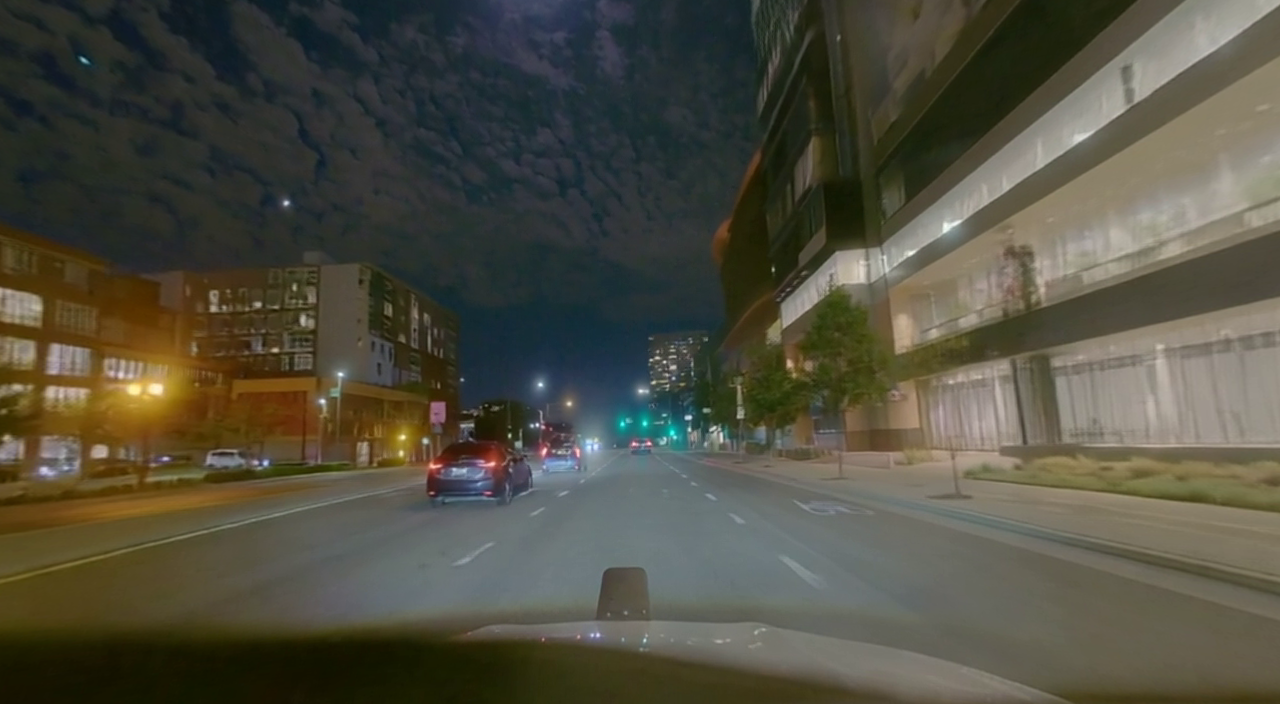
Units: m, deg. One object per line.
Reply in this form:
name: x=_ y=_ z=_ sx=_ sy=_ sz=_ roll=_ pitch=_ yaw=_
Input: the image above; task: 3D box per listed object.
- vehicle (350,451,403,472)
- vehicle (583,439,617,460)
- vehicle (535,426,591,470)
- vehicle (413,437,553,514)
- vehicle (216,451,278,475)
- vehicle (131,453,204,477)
vehicle: x=-19.894 y=8.270 z=47.808 sx=1.878 sy=1.472 sz=4.736 roll=0 pitch=-9 yaw=1
vehicle: x=-3.022 y=7.539 z=48.760 sx=2.246 sy=1.481 sz=4.146 roll=0 pitch=-9 yaw=1
vehicle: x=-3.698 y=4.744 z=31.123 sx=2.152 sy=1.987 sz=4.527 roll=0 pitch=-9 yaw=1
vehicle: x=-3.227 y=2.636 z=13.965 sx=1.959 sy=1.406 sz=4.272 roll=0 pitch=-9 yaw=1
vehicle: x=-28.918 y=8.142 z=46.495 sx=1.859 sy=1.614 sz=4.102 roll=0 pitch=-9 yaw=0
vehicle: x=-34.533 y=8.277 z=46.203 sx=1.868 sy=1.591 sz=4.503 roll=0 pitch=-9 yaw=0
